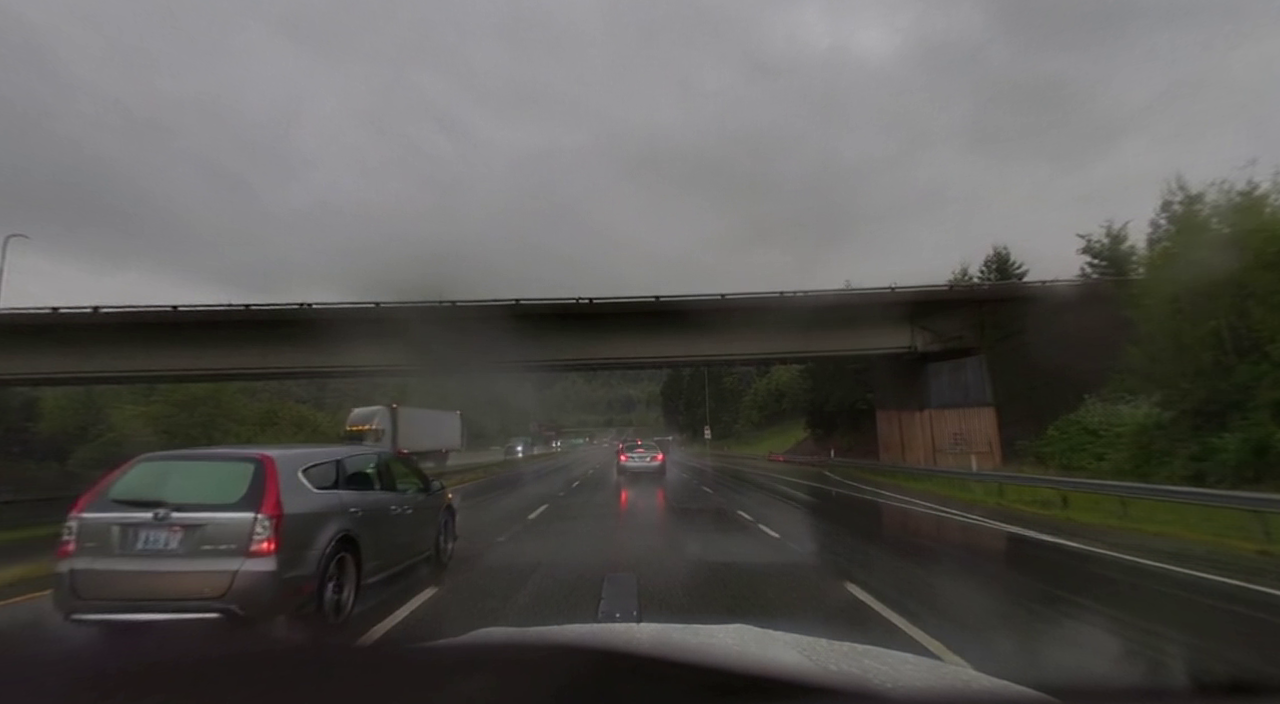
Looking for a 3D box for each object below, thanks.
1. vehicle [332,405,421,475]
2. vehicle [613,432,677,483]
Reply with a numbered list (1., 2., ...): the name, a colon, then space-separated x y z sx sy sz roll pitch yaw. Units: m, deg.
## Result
1. vehicle: -16.075 5.426 38.915 3.032 3.983 5.800 0 -8 -1
2. vehicle: 0.106 3.746 22.653 2.092 1.636 4.024 0 -8 -2
